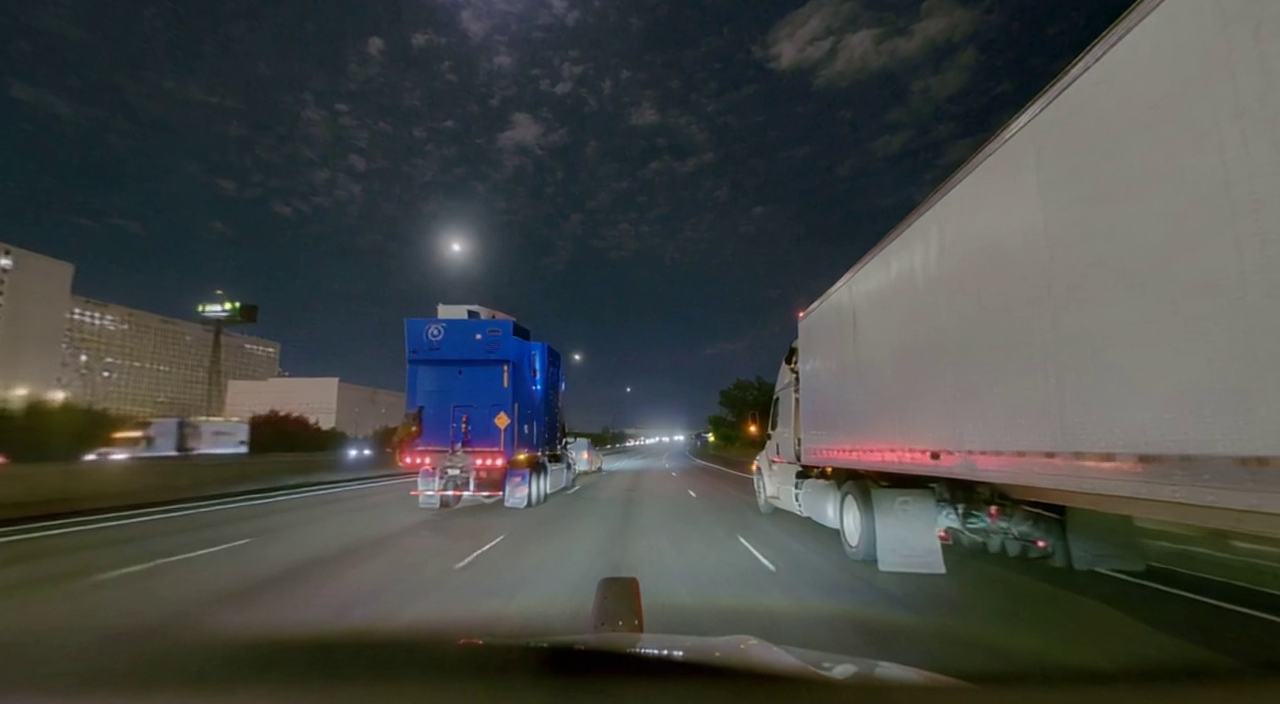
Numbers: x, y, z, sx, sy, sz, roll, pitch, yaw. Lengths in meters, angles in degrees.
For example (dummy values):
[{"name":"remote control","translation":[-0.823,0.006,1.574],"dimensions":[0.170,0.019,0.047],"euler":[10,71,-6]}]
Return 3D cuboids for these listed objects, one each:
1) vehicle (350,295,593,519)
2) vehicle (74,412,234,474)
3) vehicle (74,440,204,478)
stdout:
[{"name":"vehicle","translation":[-3.669,2.172,19.765],"dimensions":[2.939,4.132,16.303],"euler":[0,-8,1]},{"name":"vehicle","translation":[-31.755,6.057,42.027],"dimensions":[2.917,3.651,9.445],"euler":[0,-9,1]},{"name":"vehicle","translation":[-27.871,5.948,35.497],"dimensions":[2.226,1.913,6.054],"euler":[0,-9,1]}]
